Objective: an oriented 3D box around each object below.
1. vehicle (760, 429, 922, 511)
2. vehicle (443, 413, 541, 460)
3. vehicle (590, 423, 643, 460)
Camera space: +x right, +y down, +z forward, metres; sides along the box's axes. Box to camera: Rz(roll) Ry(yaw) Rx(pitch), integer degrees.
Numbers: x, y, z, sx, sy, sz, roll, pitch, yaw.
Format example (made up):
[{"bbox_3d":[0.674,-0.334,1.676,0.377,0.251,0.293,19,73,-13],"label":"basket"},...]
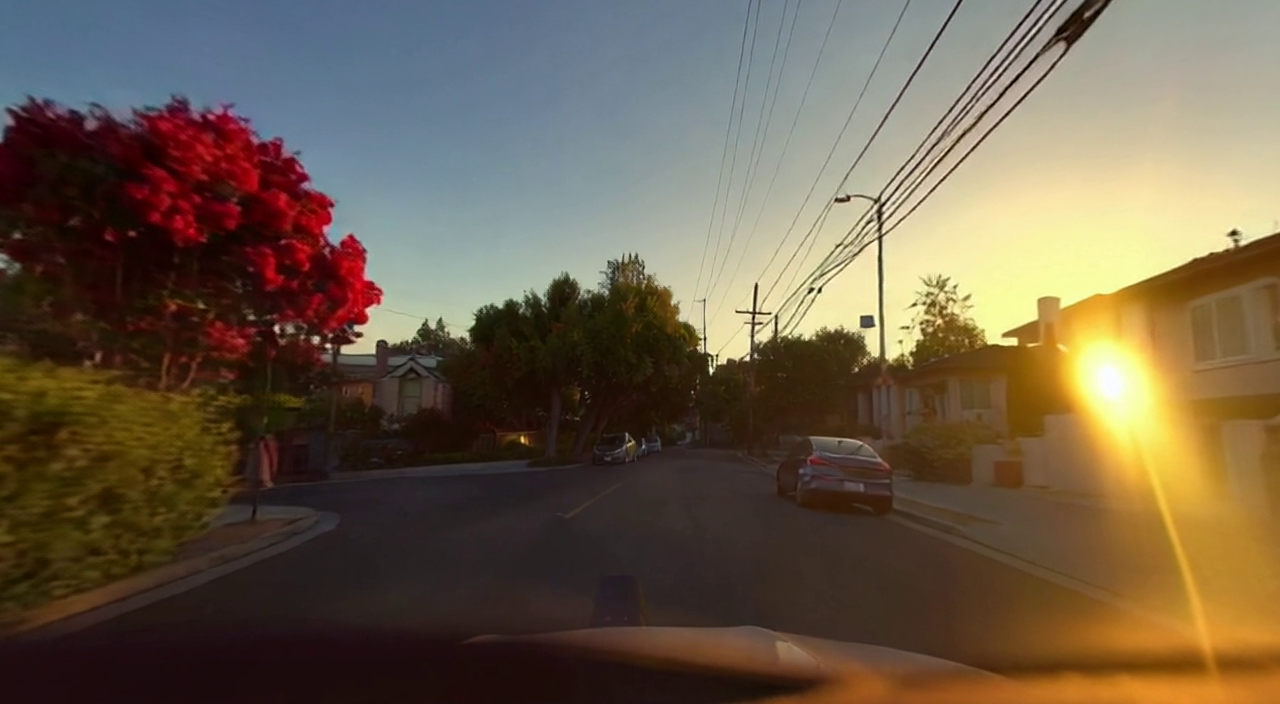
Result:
[{"bbox_3d":[4.099,2.492,13.924,2.151,1.468,5.066,0,-8,3],"label":"vehicle"},{"bbox_3d":[-9.310,5.385,40.068,5.828,2.818,2.231,2,-8,-12],"label":"vehicle"},{"bbox_3d":[-1.235,5.229,36.782,2.463,1.951,5.794,-1,-8,4],"label":"vehicle"}]
